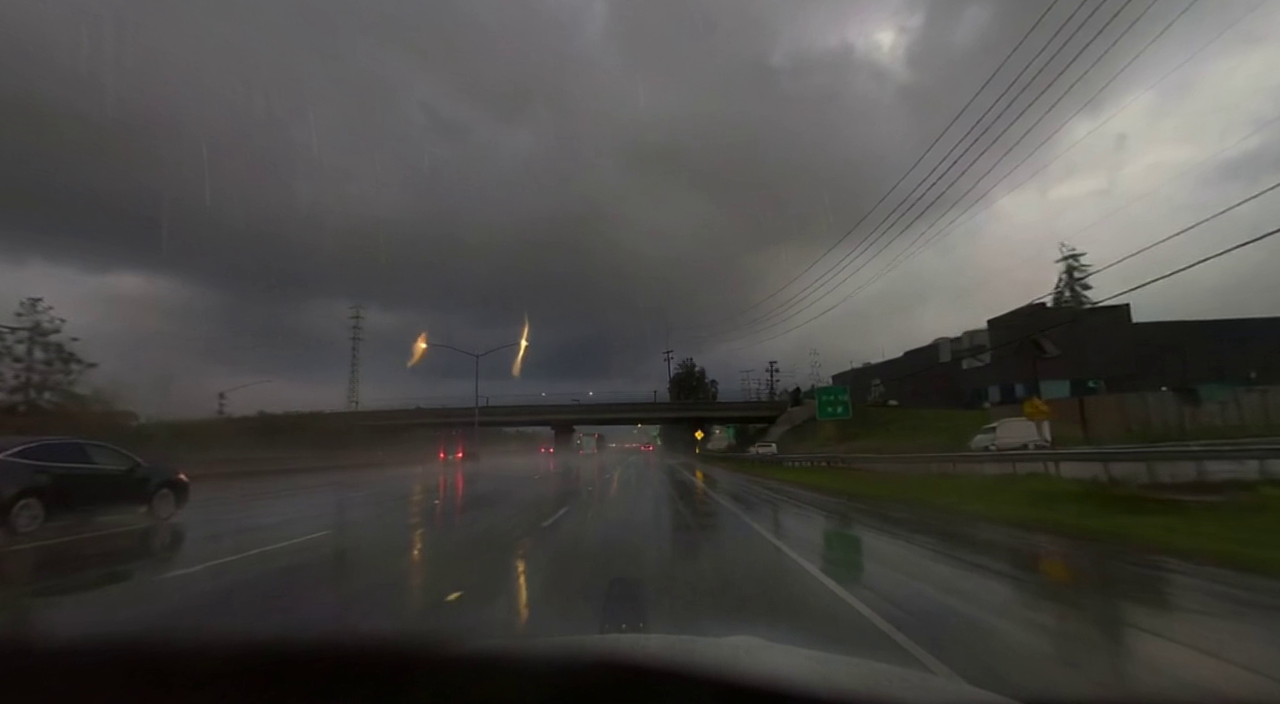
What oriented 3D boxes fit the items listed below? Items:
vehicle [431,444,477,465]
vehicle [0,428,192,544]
[{"bbox_3d":[-13.565,7.497,46.247,1.988,1.477,4.442,0,-8,1],"label":"vehicle"},{"bbox_3d":[-10.268,2.146,10.549,2.122,1.655,4.533,0,-8,1],"label":"vehicle"}]
